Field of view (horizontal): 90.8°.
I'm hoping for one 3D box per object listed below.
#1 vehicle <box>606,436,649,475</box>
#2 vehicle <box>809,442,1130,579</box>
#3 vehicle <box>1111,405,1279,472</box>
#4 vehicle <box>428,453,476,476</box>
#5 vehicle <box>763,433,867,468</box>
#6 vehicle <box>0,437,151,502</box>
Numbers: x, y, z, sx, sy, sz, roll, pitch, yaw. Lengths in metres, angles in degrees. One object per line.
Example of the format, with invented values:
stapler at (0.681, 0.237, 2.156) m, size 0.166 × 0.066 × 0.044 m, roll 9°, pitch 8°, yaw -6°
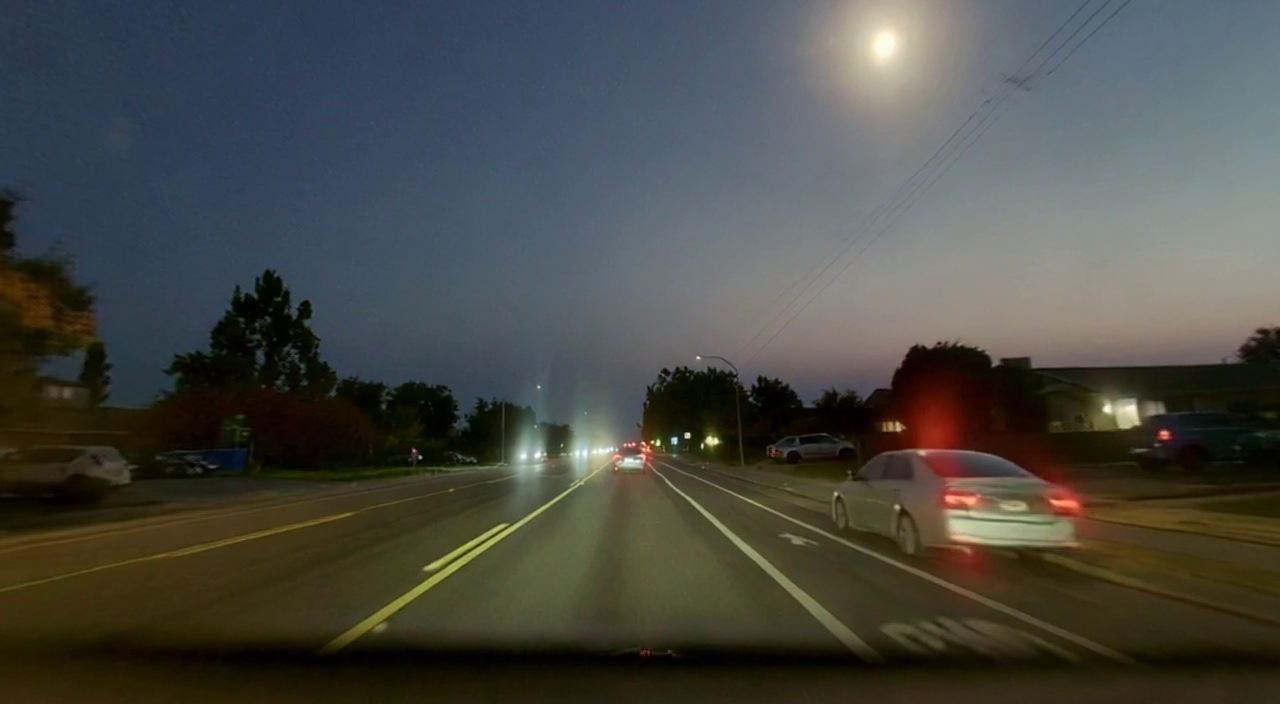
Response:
vehicle at (-0.651, 5.551, 34.019) m, size 2.153 × 1.942 × 4.767 m, roll 0°, pitch -9°, yaw 0°
vehicle at (4.302, 2.118, 9.492) m, size 2.001 × 1.480 × 5.022 m, roll 0°, pitch -9°, yaw -2°
vehicle at (17.665, 2.659, 19.266) m, size 4.955 × 1.873 × 2.252 m, roll 1°, pitch -9°, yaw -7°
vehicle at (-13.599, 8.152, 45.987) m, size 1.950 × 1.530 × 4.856 m, roll 0°, pitch -9°, yaw 0°
vehicle at (10.397, 5.876, 37.883) m, size 5.526 × 1.849 × 2.213 m, roll -1°, pitch -6°, yaw -2°
vehicle at (-19.817, 3.880, 20.822) m, size 5.551 × 1.870 × 2.183 m, roll -2°, pitch -8°, yaw -1°
